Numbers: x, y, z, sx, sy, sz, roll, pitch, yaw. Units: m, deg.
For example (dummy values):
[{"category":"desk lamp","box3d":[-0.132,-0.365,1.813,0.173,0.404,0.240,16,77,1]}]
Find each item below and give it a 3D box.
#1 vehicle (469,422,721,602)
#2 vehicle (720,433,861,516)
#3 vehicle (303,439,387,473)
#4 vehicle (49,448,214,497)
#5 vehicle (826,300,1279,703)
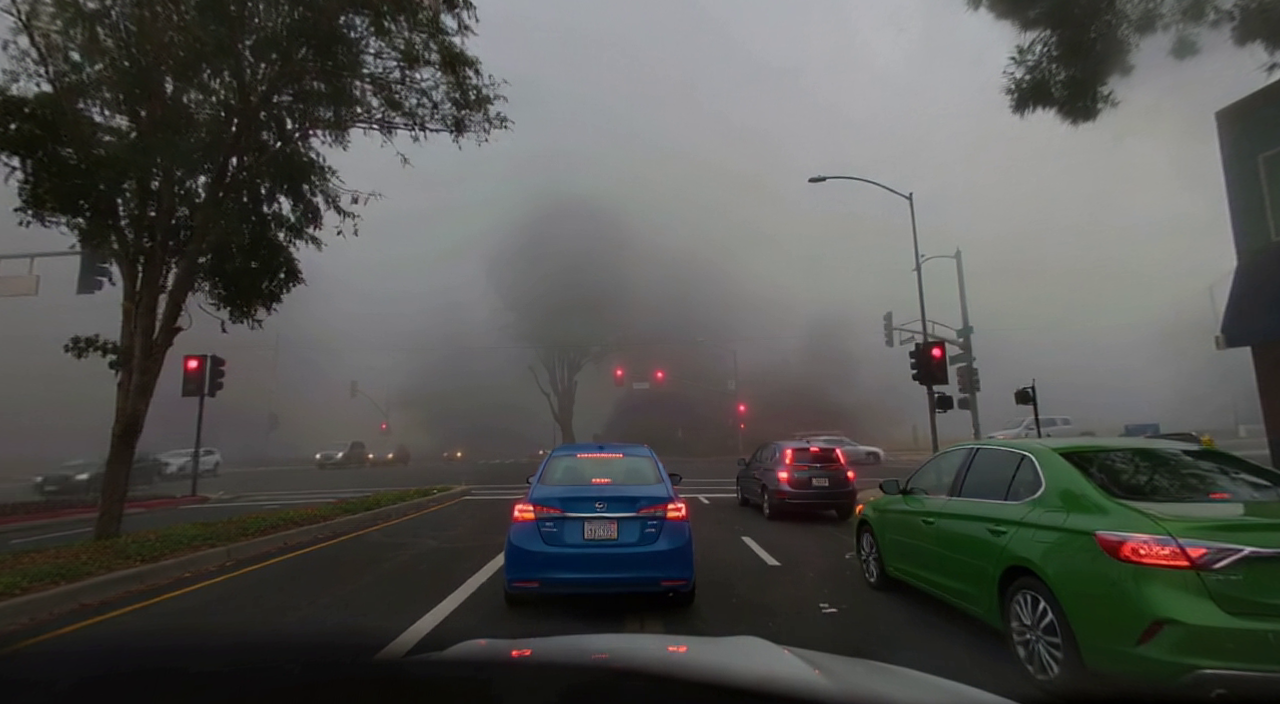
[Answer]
[{"category":"vehicle","box3d":[-0.406,1.655,7.398,2.143,1.520,3.848,0,-8,-1]},{"category":"vehicle","box3d":[3.151,2.673,14.328,2.026,1.549,4.559,0,-8,-1]},{"category":"vehicle","box3d":[-17.986,6.364,38.936,2.308,1.903,5.813,0,-8,0]},{"category":"vehicle","box3d":[-18.246,4.301,23.028,2.130,1.550,4.618,0,-8,1]},{"category":"vehicle","box3d":[3.571,1.113,5.059,2.572,1.945,5.065,0,-8,0]}]
